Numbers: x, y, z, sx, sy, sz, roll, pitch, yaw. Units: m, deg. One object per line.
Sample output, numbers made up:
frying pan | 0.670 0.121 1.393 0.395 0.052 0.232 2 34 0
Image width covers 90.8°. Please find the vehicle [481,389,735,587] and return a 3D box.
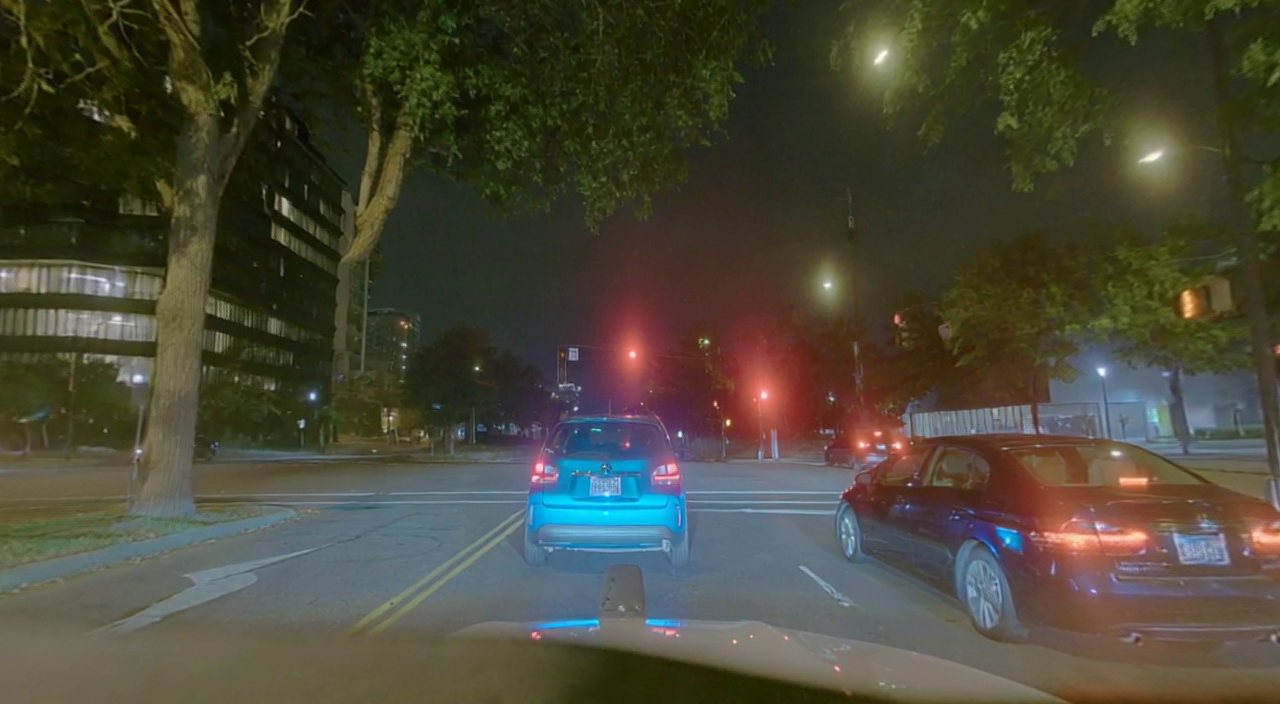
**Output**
vehicle | -0.346 1.528 7.832 2.247 1.760 4.231 0 -9 -2

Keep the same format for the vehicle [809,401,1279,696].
vehicle | 3.172 1.398 5.766 1.932 1.562 4.629 0 -9 0
